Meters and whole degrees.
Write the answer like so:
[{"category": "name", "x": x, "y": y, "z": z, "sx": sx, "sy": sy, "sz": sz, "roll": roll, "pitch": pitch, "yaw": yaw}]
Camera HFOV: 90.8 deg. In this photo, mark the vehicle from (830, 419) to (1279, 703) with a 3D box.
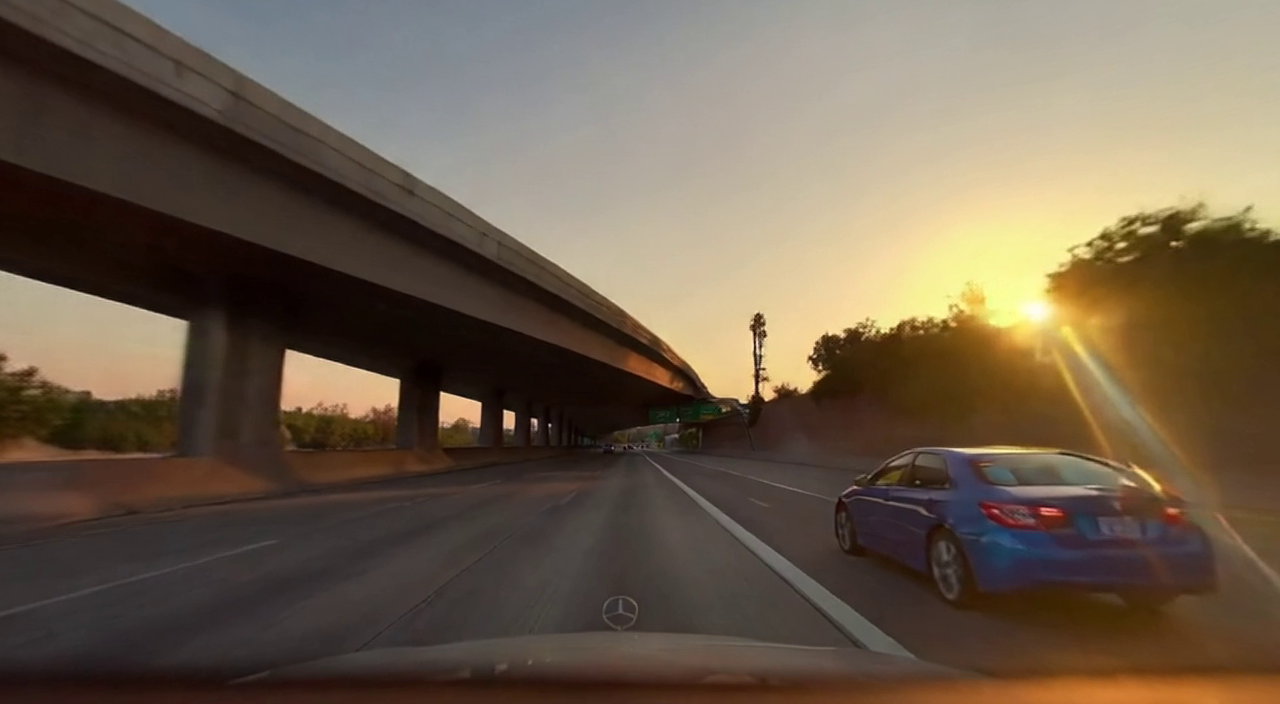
[{"category": "vehicle", "x": 3.487, "y": 1.449, "z": 5.717, "sx": 1.989, "sy": 1.479, "sz": 4.670, "roll": 0, "pitch": -8, "yaw": -1}]
